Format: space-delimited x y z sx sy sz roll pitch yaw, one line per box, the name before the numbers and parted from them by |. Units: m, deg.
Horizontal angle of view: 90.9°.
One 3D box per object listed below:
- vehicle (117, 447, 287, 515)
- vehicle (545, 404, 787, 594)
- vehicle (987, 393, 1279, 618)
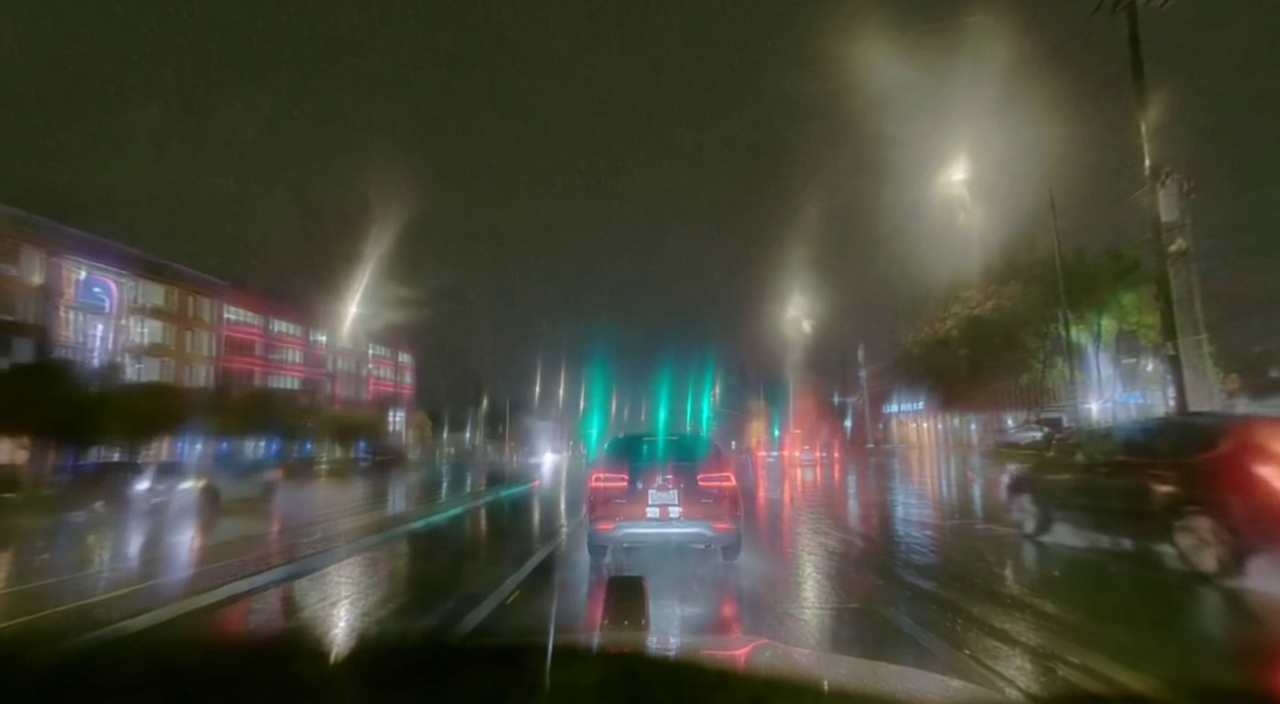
vehicle | -12.397 3.610 18.280 1.965 1.695 4.284 0 -8 -3
vehicle | 0.221 1.585 7.584 2.125 1.669 3.880 0 -8 0
vehicle | 5.819 1.413 6.594 2.086 1.627 4.294 -1 -8 3
